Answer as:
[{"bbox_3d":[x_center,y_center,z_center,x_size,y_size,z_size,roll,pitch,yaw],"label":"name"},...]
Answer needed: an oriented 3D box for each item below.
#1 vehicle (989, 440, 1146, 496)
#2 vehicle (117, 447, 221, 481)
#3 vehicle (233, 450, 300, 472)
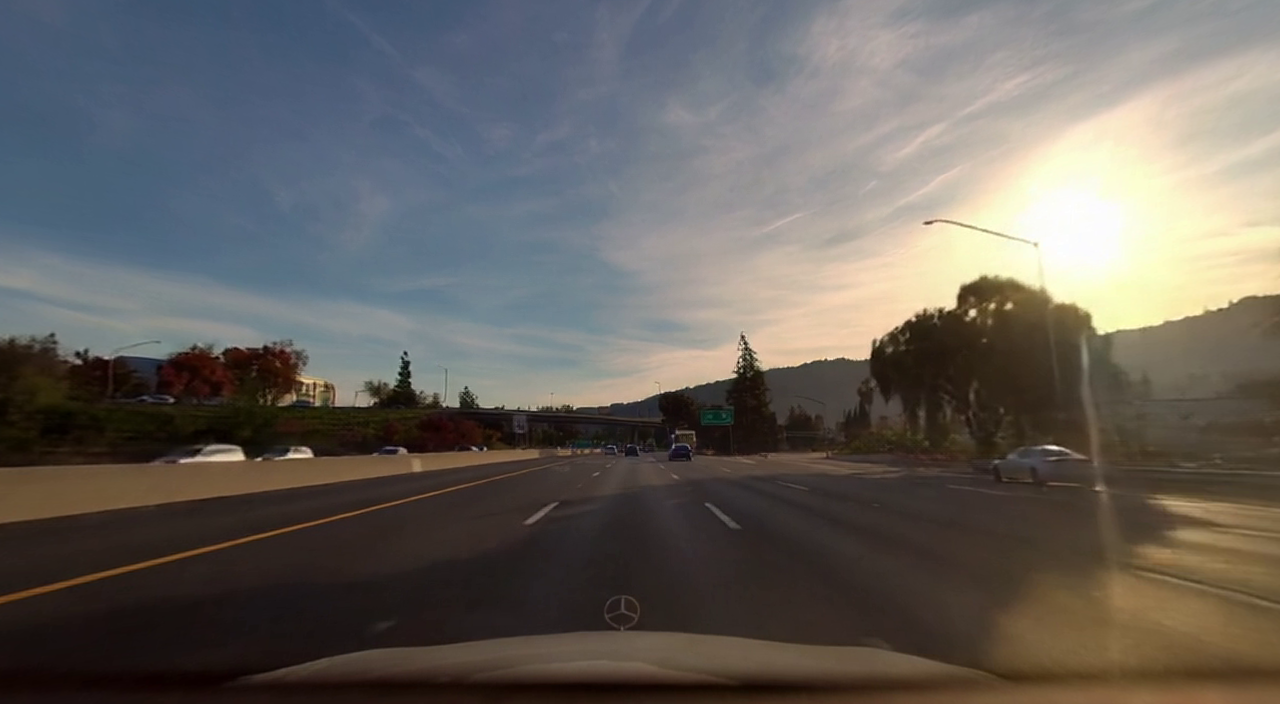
[{"bbox_3d":[12.828,3.477,19.363,1.878,1.509,4.327,0,-9,2],"label":"vehicle"},{"bbox_3d":[-22.934,5.451,30.977,1.858,1.549,4.173,0,-9,0],"label":"vehicle"},{"bbox_3d":[-26.695,7.764,45.316,1.909,1.473,4.754,0,-9,0],"label":"vehicle"}]
